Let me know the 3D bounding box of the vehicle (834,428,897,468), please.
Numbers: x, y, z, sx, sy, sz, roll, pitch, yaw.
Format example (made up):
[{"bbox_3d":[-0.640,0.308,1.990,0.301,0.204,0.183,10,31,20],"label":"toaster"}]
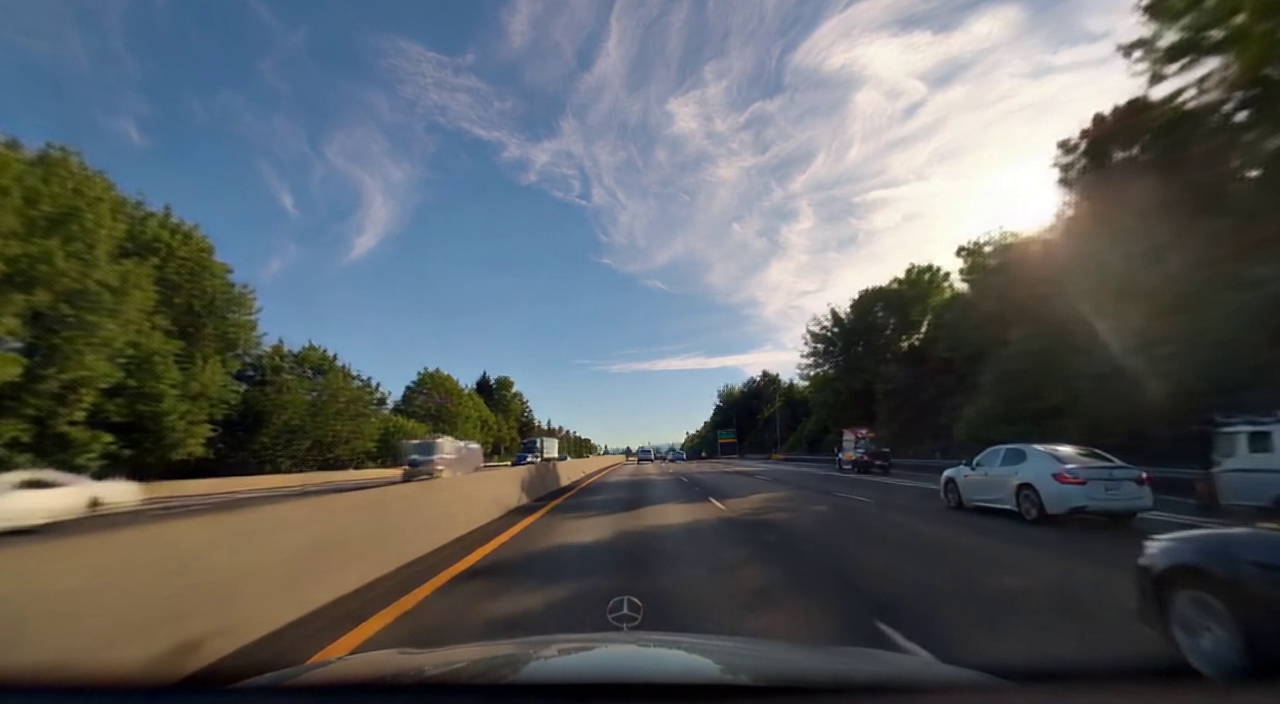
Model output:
[{"bbox_3d":[14.851,6.363,41.828,2.115,2.446,5.323,0,-9,0],"label":"vehicle"}]

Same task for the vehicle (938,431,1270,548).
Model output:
[{"bbox_3d":[7.200,2.163,10.639,1.977,1.502,4.670,0,-9,-1],"label":"vehicle"}]

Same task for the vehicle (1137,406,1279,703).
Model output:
[{"bbox_3d":[3.699,0.740,1.168,2.029,1.475,4.279,0,-9,0],"label":"vehicle"}]

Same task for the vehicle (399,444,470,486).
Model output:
[{"bbox_3d":[-10.992,6.054,34.139,2.132,2.054,5.061,0,-9,-1],"label":"vehicle"}]

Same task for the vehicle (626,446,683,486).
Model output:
[{"bbox_3d":[0.551,4.690,26.243,2.177,1.520,4.278,0,-9,0],"label":"vehicle"}]
